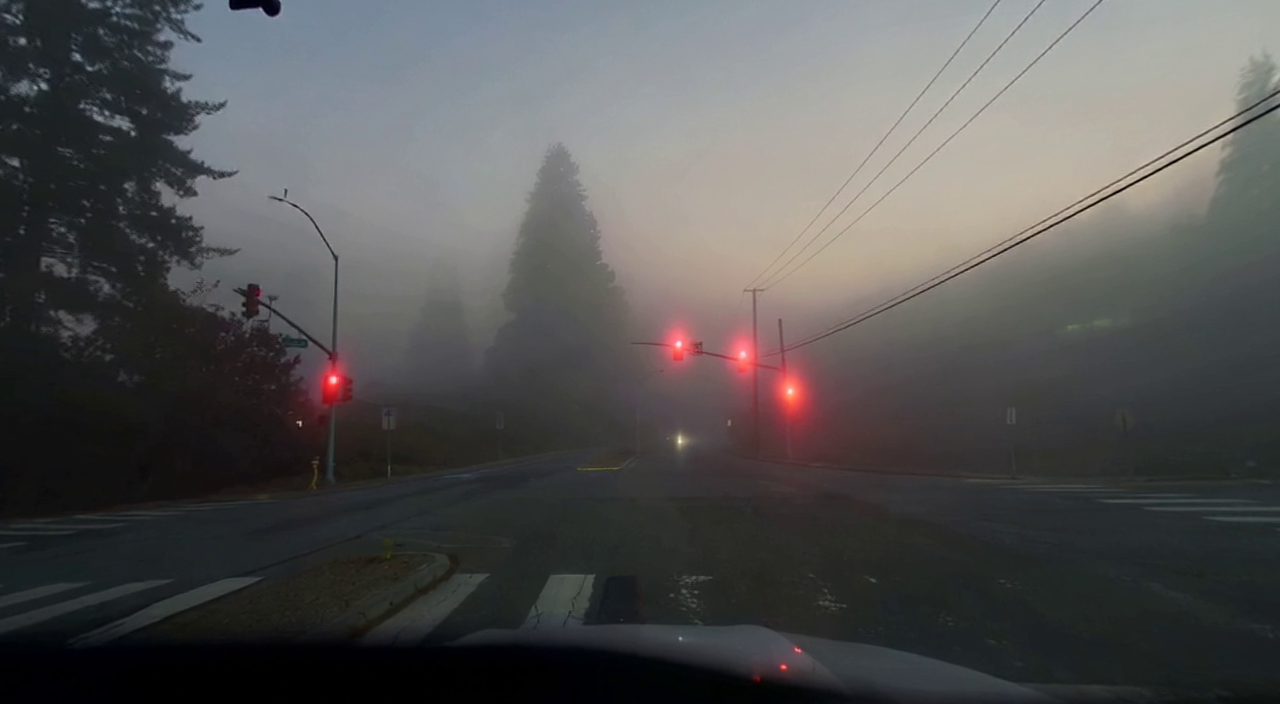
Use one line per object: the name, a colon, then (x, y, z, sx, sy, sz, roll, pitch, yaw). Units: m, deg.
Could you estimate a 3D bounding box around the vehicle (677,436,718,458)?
vehicle: (4.087, 6.864, 45.703, 2.067, 1.490, 4.884, 1, -9, -6)
